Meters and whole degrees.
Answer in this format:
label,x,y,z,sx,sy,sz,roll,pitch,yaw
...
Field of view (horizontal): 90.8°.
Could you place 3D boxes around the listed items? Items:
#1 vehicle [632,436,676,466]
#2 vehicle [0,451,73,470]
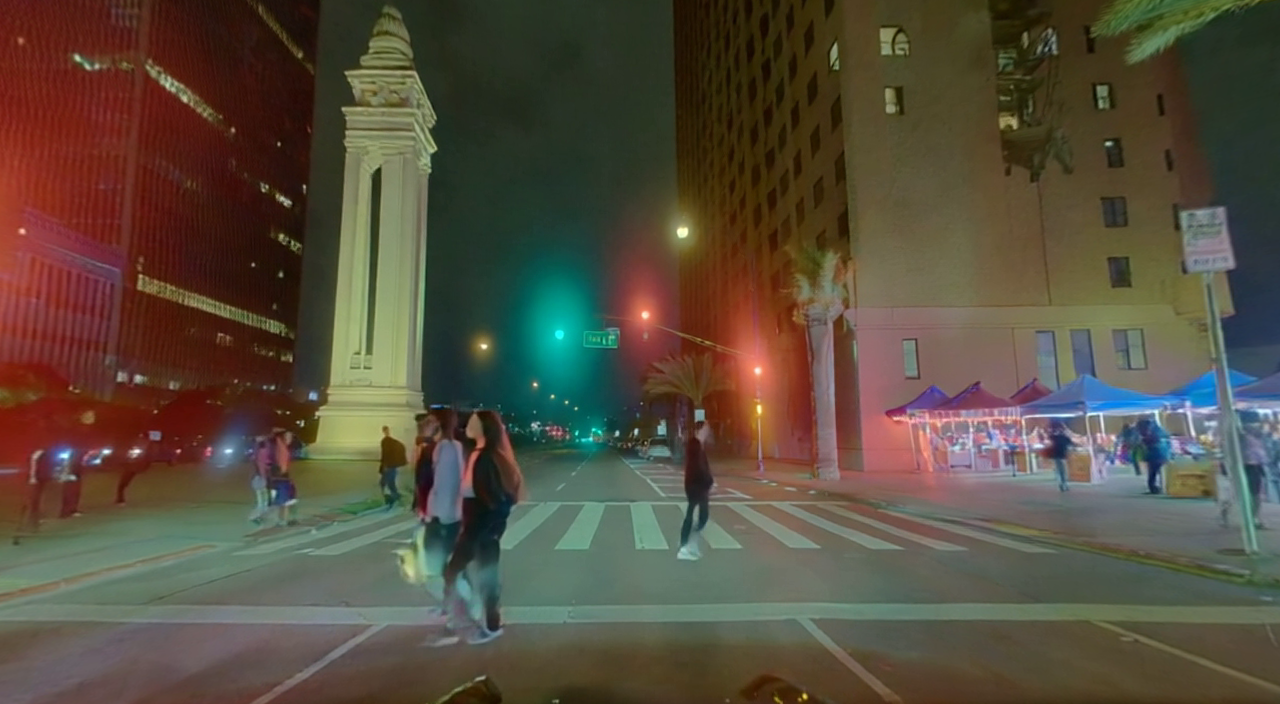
label,x,y,z,sx,sy,sz,roll,pitch,yaw
vehicle,0.932,7.288,46.538,2.322,2.071,5.366,1,-9,-9
vehicle,-46.209,8.170,47.594,2.121,1.294,5.167,0,-8,1
